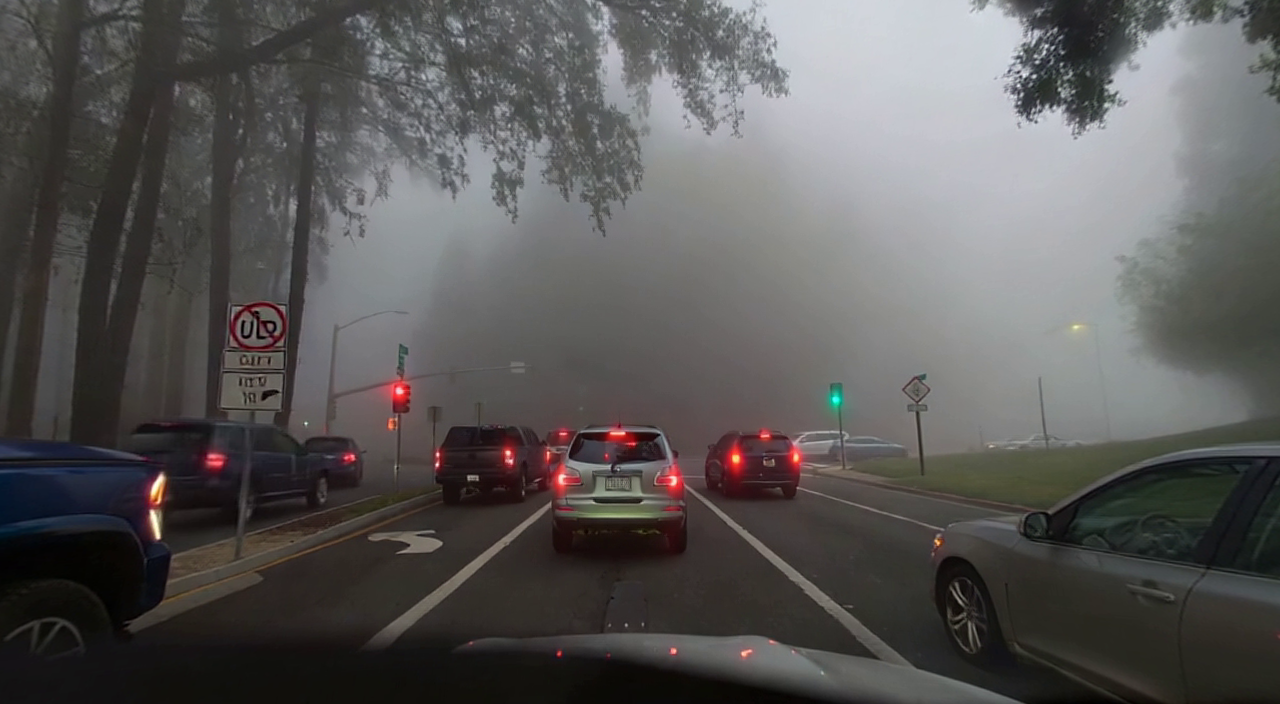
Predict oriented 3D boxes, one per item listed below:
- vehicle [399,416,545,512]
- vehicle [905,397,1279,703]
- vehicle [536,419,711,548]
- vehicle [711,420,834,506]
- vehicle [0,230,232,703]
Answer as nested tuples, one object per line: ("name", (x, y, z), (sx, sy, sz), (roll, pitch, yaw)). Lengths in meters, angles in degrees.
("vehicle", (-3.632, 2.521, 14.652), (2.089, 1.857, 4.488), (0, -8, 1))
("vehicle", (3.017, 0.960, 2.516), (1.874, 1.477, 4.698), (0, -8, 0))
("vehicle", (-0.219, 1.936, 9.872), (2.194, 1.607, 3.690), (0, -8, 0))
("vehicle", (3.133, 2.749, 16.011), (2.102, 1.841, 4.587), (0, -8, 0))
("vehicle", (-3.484, 0.350, 0.317), (2.656, 2.021, 5.800), (0, -8, 0))
